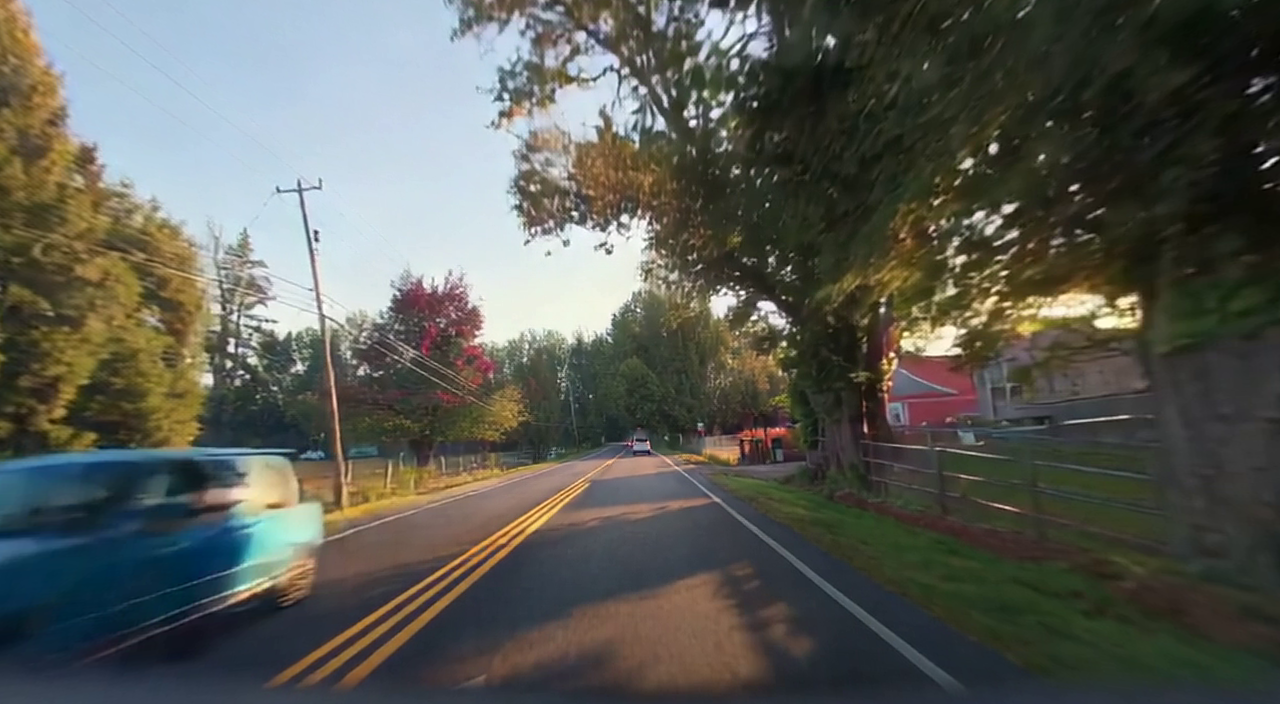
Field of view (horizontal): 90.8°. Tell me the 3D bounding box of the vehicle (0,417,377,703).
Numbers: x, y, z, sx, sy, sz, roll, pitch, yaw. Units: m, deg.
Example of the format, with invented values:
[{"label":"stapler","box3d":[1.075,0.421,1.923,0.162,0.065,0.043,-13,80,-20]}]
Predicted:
[{"label":"vehicle","box3d":[-3.992,1.381,4.887,2.093,1.563,4.142,0,-8,0]}]
